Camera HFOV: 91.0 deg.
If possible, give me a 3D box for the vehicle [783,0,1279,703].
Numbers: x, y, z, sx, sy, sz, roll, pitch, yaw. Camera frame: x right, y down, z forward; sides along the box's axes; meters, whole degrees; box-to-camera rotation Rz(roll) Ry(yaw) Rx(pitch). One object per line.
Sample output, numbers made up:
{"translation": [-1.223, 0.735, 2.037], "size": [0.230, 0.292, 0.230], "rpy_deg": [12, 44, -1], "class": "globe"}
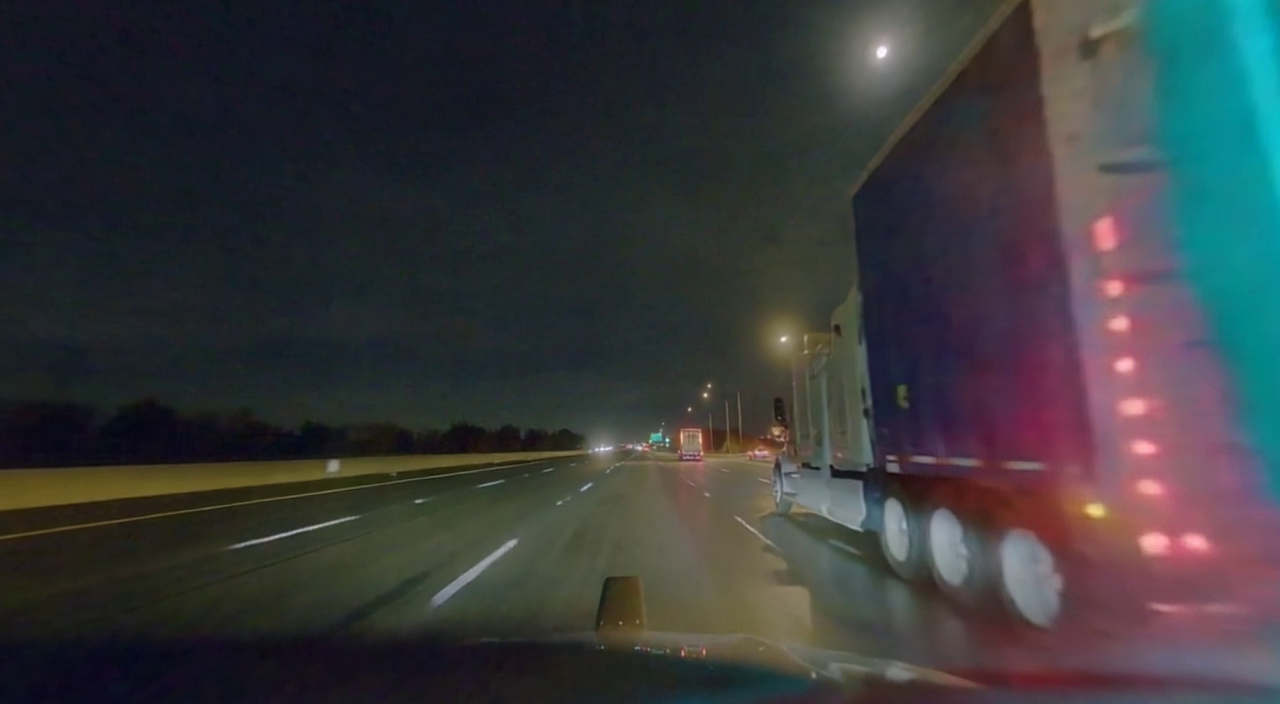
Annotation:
{"translation": [3.562, 0.114, 5.186], "size": [2.998, 3.820, 8.356], "rpy_deg": [0, -9, 2], "class": "vehicle"}
